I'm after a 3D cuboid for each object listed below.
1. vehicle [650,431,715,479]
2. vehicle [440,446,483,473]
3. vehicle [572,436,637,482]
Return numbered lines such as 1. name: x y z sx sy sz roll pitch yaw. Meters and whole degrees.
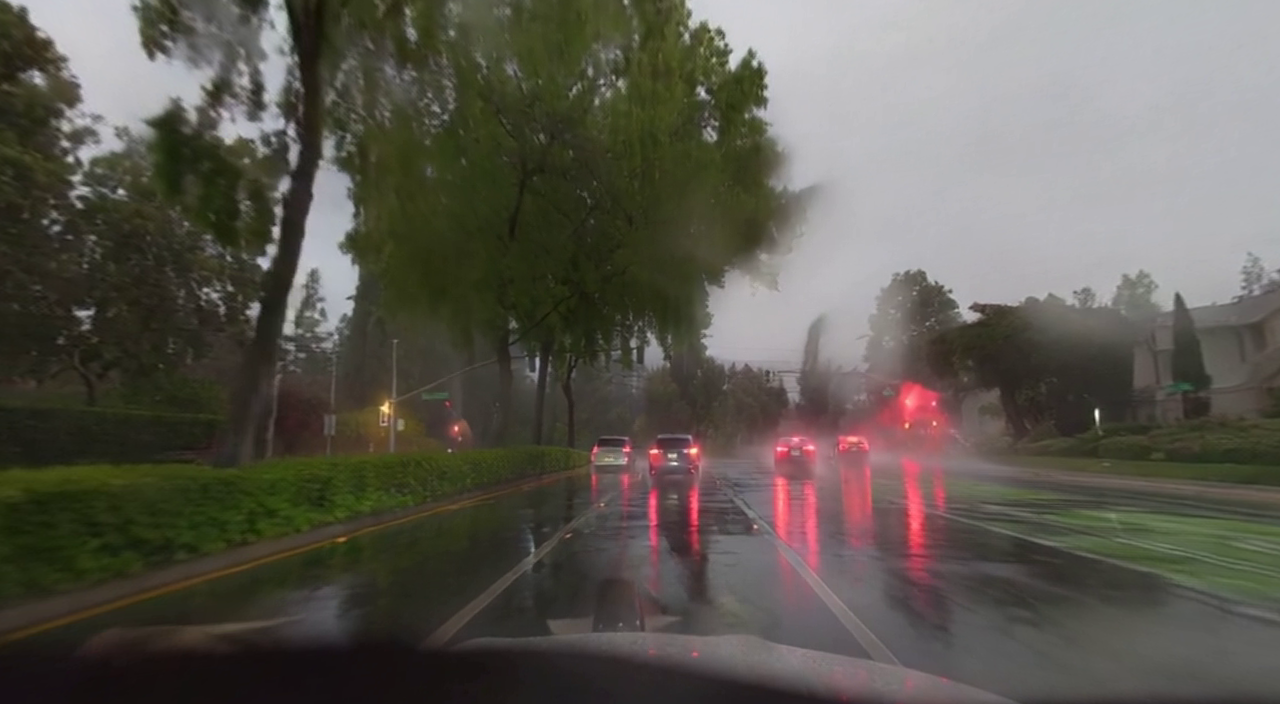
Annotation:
1. vehicle: 1.606 3.983 24.655 2.286 1.701 4.395 0 -8 2
2. vehicle: -12.403 7.395 43.766 2.005 1.702 4.697 3 -9 -26
3. vehicle: -1.182 3.835 22.908 1.923 1.498 3.887 -1 -8 3
